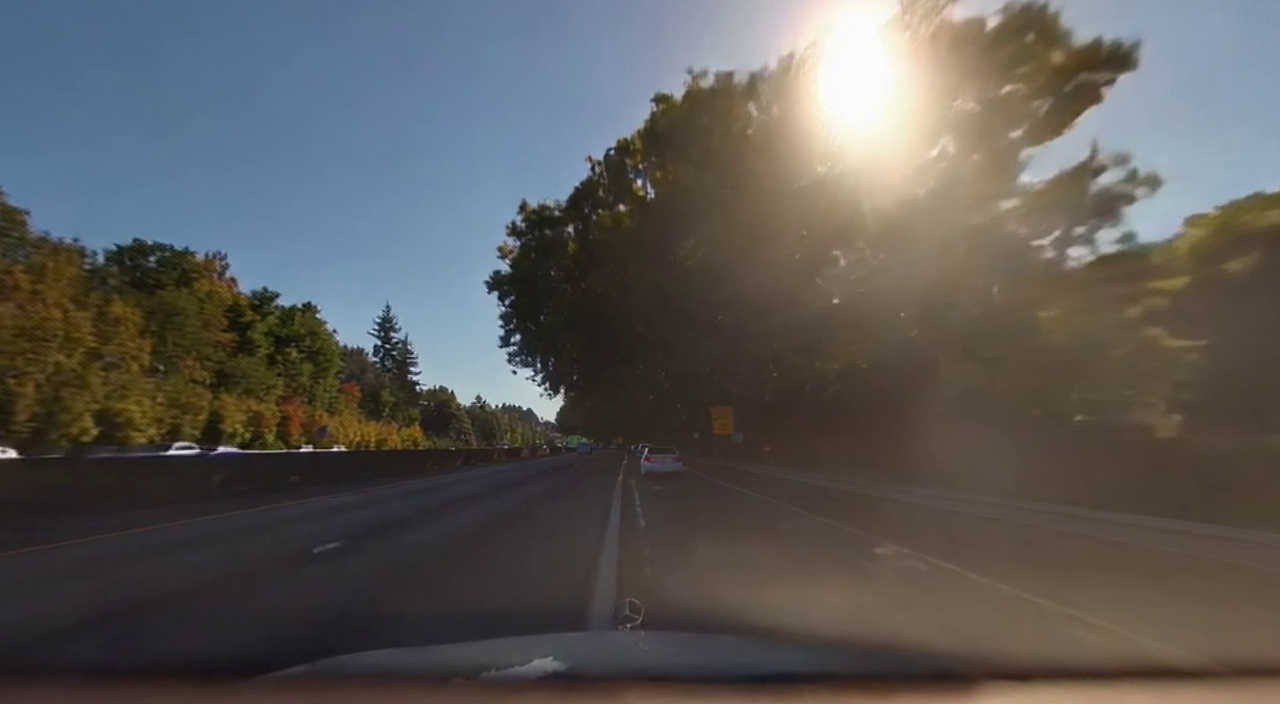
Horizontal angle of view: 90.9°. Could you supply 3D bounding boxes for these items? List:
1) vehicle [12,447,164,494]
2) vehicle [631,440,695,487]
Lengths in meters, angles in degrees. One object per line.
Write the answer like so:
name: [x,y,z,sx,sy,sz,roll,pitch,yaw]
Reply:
vehicle: [-19.535,4.183,22.571,1.832,1.520,4.003,0,-9,-1]
vehicle: [0.684,3.798,21.664,1.960,1.456,3.818,0,-9,-2]
